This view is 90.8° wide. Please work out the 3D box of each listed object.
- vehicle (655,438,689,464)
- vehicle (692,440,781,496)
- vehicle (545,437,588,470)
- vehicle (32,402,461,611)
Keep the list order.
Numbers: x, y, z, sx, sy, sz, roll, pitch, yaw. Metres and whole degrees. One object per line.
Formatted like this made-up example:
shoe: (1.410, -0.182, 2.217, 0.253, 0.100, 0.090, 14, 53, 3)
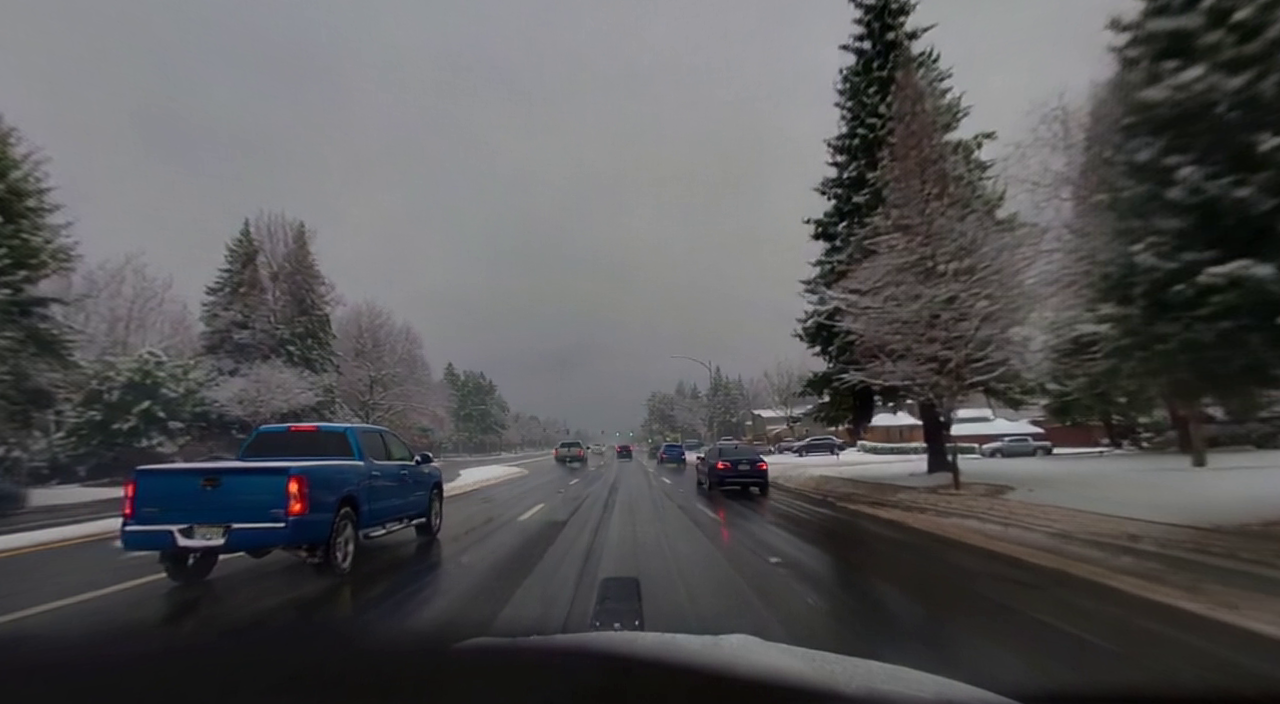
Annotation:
vehicle: (2.386, 7.435, 47.649, 2.099, 1.845, 4.363, 0, -8, -3)
vehicle: (2.760, 3.418, 19.094, 1.884, 1.463, 4.195, 0, -8, -2)
vehicle: (-4.438, 6.202, 38.811, 2.218, 1.829, 4.492, 0, -8, -1)
vehicle: (-4.076, 1.683, 8.041, 2.111, 1.745, 5.274, 0, -8, -1)
